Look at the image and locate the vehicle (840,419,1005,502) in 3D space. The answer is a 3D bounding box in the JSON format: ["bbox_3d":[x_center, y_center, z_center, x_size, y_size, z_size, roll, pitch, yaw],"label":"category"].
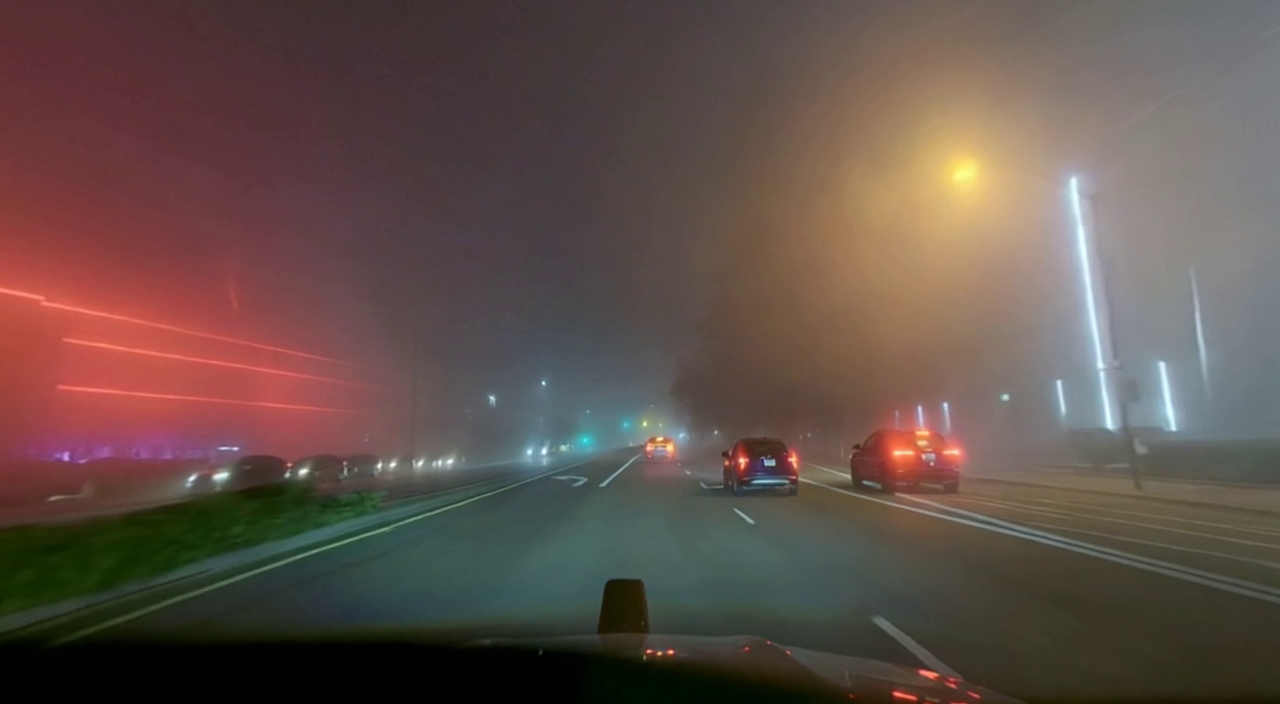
[{"bbox_3d":[6.904,2.704,16.097,1.963,1.783,4.722,0,-8,-1],"label":"vehicle"}]

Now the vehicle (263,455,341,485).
[{"bbox_3d":[-18.061,6.293,33.936,1.716,1.412,4.335,0,-8,1],"label":"vehicle"}]

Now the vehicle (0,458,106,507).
[{"bbox_3d":[-24.625,5.379,26.396,2.076,1.688,4.635,3,-9,-24],"label":"vehicle"}]

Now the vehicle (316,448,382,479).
[{"bbox_3d":[-17.909,6.861,39.053,1.847,1.730,4.530,0,-8,0],"label":"vehicle"}]

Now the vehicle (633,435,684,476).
[{"bbox_3d":[0.745,4.536,27.992,2.125,1.669,3.880,0,-8,0],"label":"vehicle"}]

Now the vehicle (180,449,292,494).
[{"bbox_3d":[-17.993,5.306,28.414,1.954,1.779,4.635,0,-8,0],"label":"vehicle"}]

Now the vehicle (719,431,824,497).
[{"bbox_3d":[3.505,3.066,17.730,1.931,1.591,4.708,0,-8,0],"label":"vehicle"}]
